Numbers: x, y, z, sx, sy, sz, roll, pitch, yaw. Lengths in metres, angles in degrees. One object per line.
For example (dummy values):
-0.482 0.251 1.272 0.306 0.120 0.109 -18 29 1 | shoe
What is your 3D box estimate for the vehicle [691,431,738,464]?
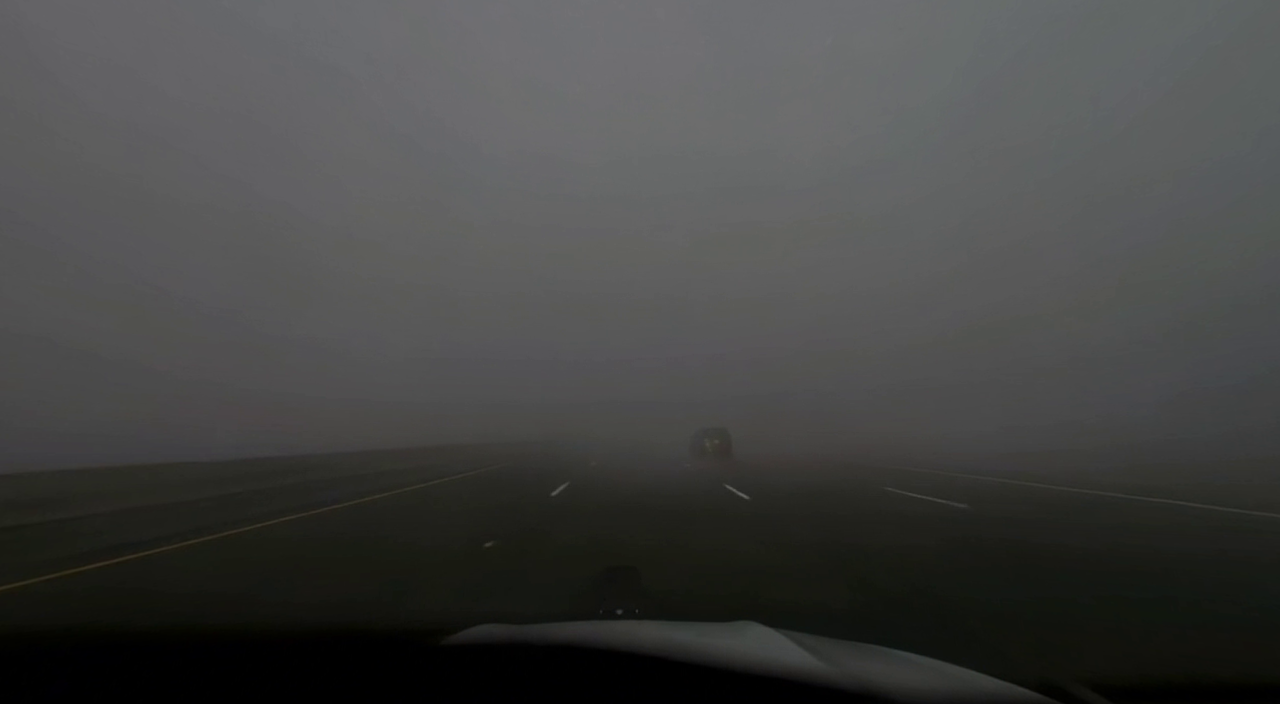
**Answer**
3.582 4.650 30.816 1.802 1.492 3.804 0 -7 -1 | vehicle
